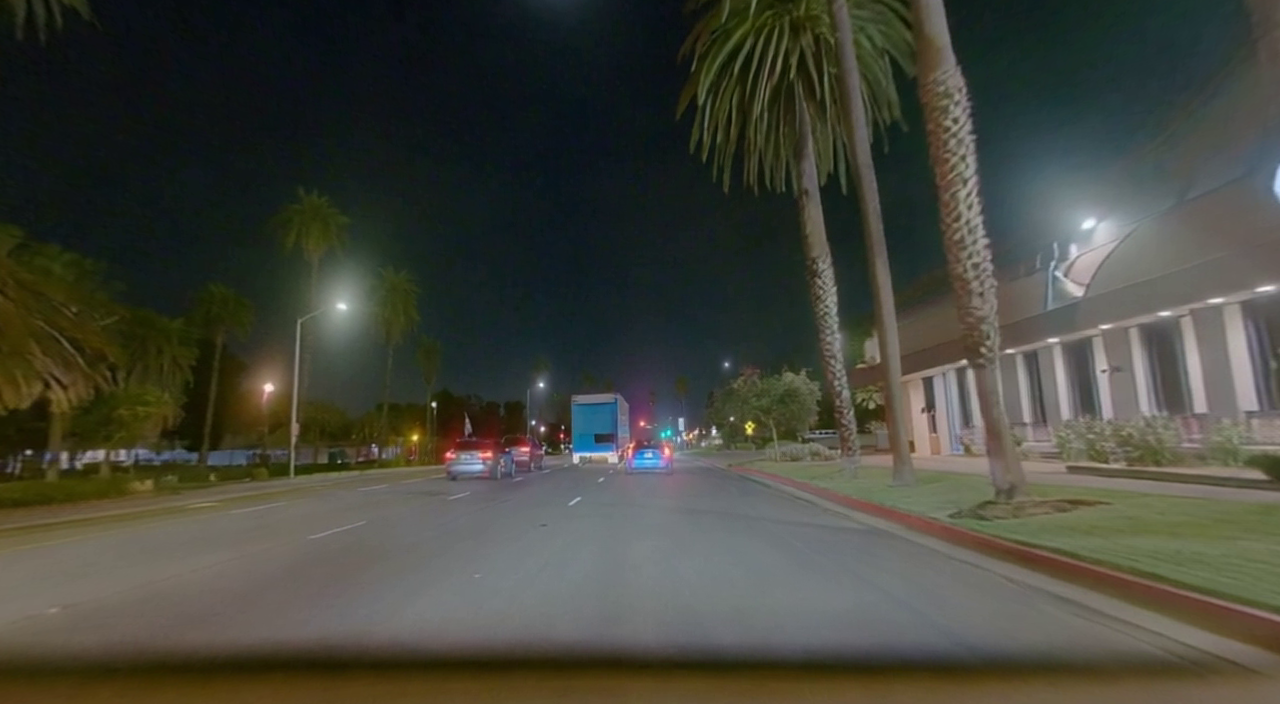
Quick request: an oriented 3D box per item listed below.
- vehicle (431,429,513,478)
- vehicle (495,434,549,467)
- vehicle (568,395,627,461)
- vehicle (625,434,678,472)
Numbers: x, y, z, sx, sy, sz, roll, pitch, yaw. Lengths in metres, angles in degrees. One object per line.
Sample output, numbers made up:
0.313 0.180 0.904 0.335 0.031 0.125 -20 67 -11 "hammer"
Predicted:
-6.845 4.180 26.057 2.014 1.830 4.281 0 -9 3 "vehicle"
-6.621 5.577 35.777 2.143 1.736 4.648 0 -9 1 "vehicle"
-2.614 5.404 43.285 2.992 3.949 11.815 0 -9 1 "vehicle"
0.492 4.346 27.240 2.144 1.514 4.063 0 -9 1 "vehicle"
